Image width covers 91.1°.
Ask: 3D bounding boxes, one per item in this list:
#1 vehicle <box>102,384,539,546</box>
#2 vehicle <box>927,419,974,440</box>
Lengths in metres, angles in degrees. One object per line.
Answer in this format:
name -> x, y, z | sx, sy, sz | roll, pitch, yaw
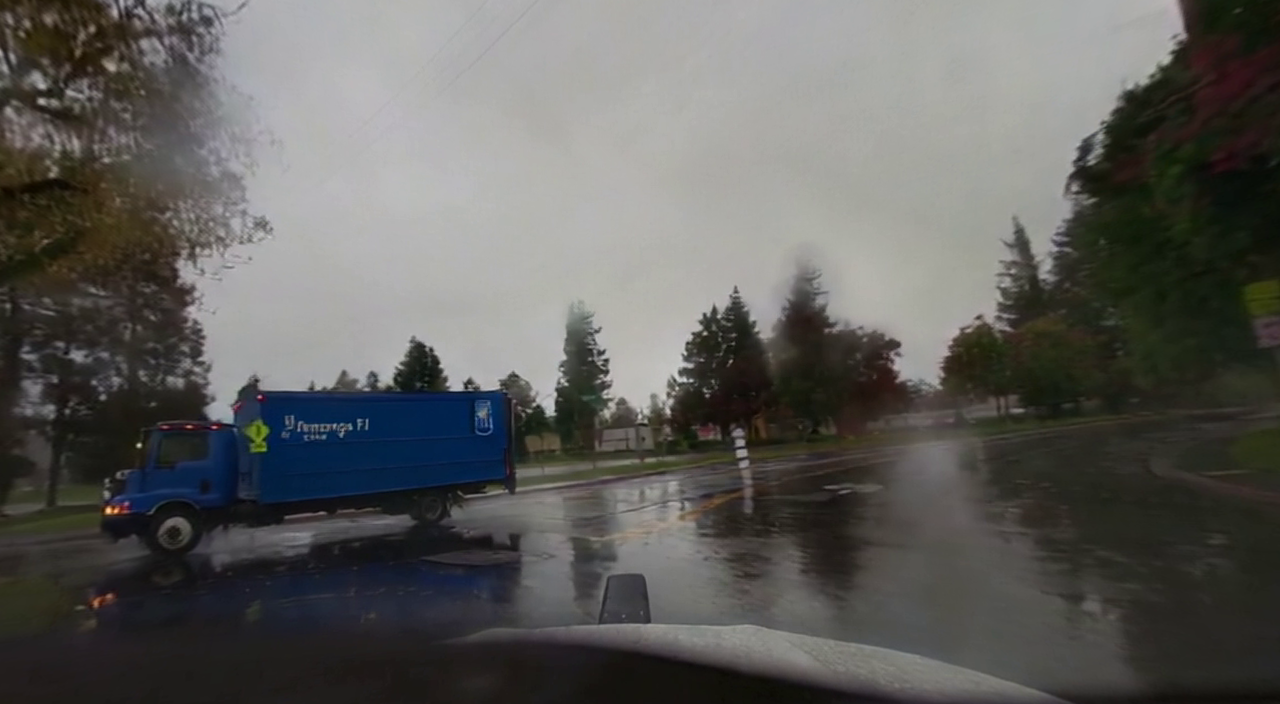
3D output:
vehicle -> -7.815, 2.675, 16.884 | 9.680, 3.326, 2.838 | 3, -8, -34
vehicle -> 23.400, 5.865, 47.240 | 4.075, 1.523, 1.837 | 8, -11, -44
